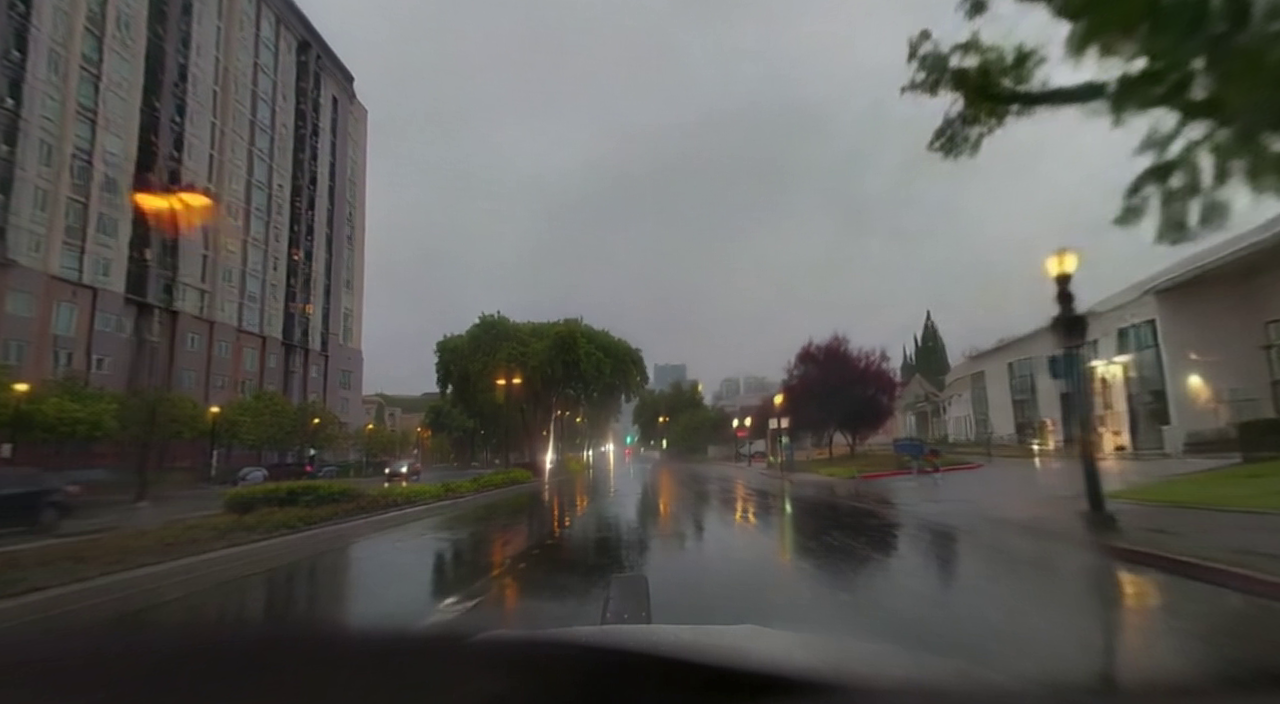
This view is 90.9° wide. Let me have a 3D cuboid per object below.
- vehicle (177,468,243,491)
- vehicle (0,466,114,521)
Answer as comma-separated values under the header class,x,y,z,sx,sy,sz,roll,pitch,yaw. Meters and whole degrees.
class,x,y,z,sx,sy,sz,roll,pitch,yaw
vehicle,-31.671,9.371,46.573,1.799,1.473,4.490,0,-8,-2
vehicle,-18.835,4.257,19.132,1.835,1.417,4.352,0,-8,2
